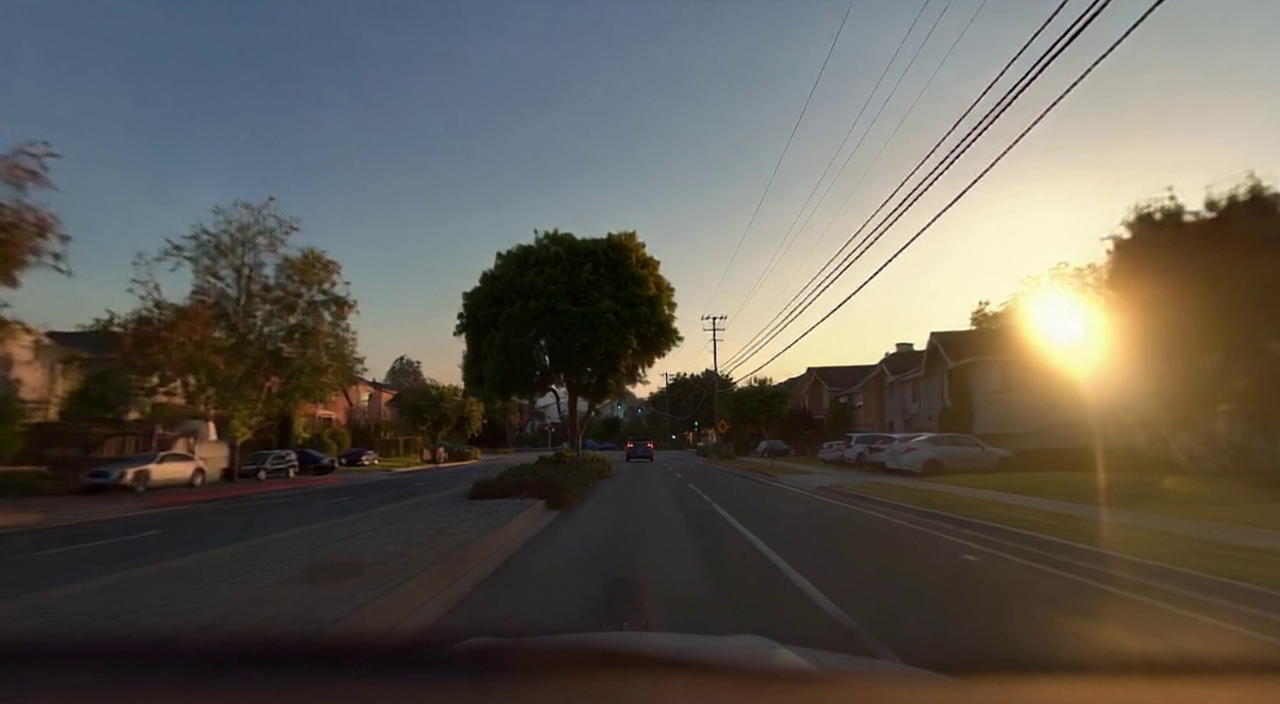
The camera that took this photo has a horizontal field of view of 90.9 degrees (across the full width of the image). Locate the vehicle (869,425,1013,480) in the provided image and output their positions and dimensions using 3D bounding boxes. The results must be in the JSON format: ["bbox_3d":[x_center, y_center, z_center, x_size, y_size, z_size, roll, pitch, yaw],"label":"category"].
[{"bbox_3d":[11.544,3.884,24.482,4.305,1.997,2.453,0,-9,-1],"label":"vehicle"}]

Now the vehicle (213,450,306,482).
[{"bbox_3d":[-20.117,6.024,33.585,2.050,1.501,4.588,0,-9,1],"label":"vehicle"}]

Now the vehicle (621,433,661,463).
[{"bbox_3d":[0.030,7.037,46.220,2.769,2.087,5.130,0,-8,-1],"label":"vehicle"}]

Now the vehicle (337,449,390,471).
[{"bbox_3d":[-20.455,7.958,46.814,1.865,1.506,4.706,0,-8,-1],"label":"vehicle"}]

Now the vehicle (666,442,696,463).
[{"bbox_3d":[3.061,7.590,47.880,2.002,1.511,4.124,0,-8,-1],"label":"vehicle"}]

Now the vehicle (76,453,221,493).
[{"bbox_3d":[-20.414,5.013,26.512,2.178,1.484,4.726,0,-9,2],"label":"vehicle"}]

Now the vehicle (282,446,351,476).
[{"bbox_3d":[-20.282,6.827,39.756,1.973,1.700,4.475,0,-8,-1],"label":"vehicle"}]
